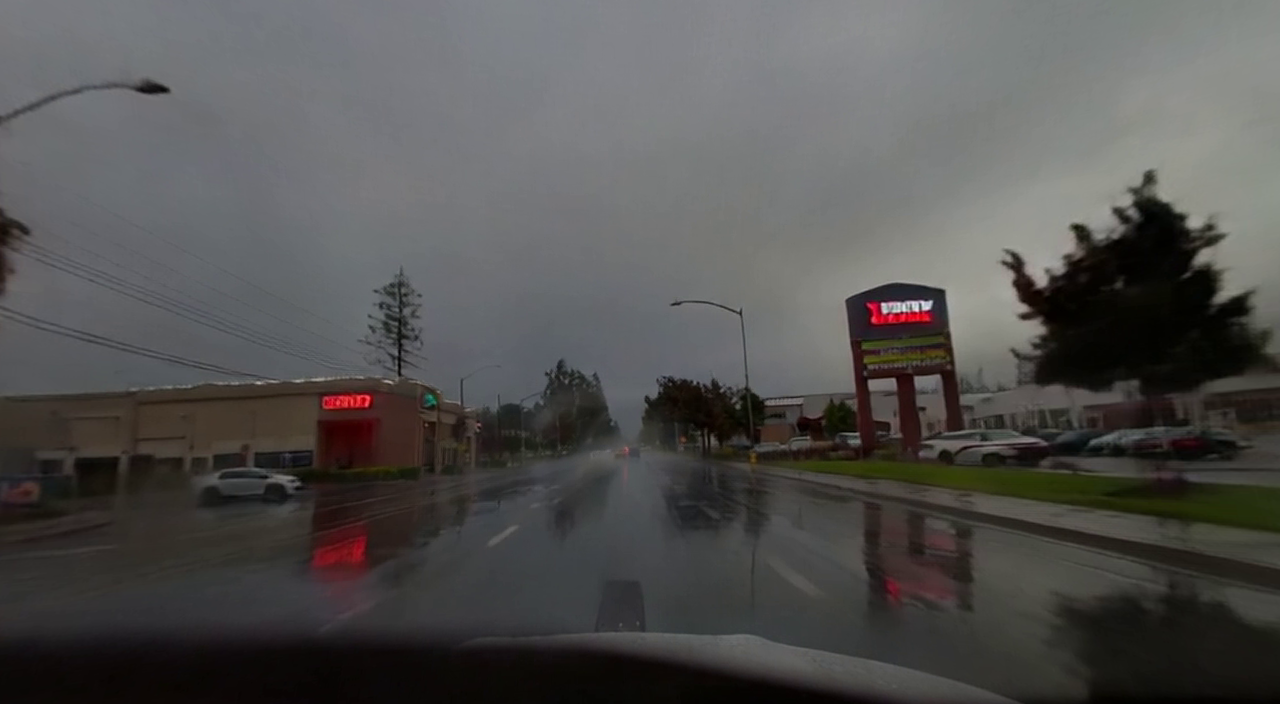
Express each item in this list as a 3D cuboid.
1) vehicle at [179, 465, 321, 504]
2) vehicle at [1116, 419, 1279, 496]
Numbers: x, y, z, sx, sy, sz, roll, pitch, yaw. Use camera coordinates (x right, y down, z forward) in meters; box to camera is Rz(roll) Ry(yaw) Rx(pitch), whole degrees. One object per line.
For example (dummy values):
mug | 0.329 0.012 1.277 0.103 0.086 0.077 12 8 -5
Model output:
vehicle | -16.900 5.741 27.571 4.752 1.523 2.123 0 -8 -2
vehicle | 16.080 2.722 16.782 4.914 1.540 2.200 -6 -8 2
